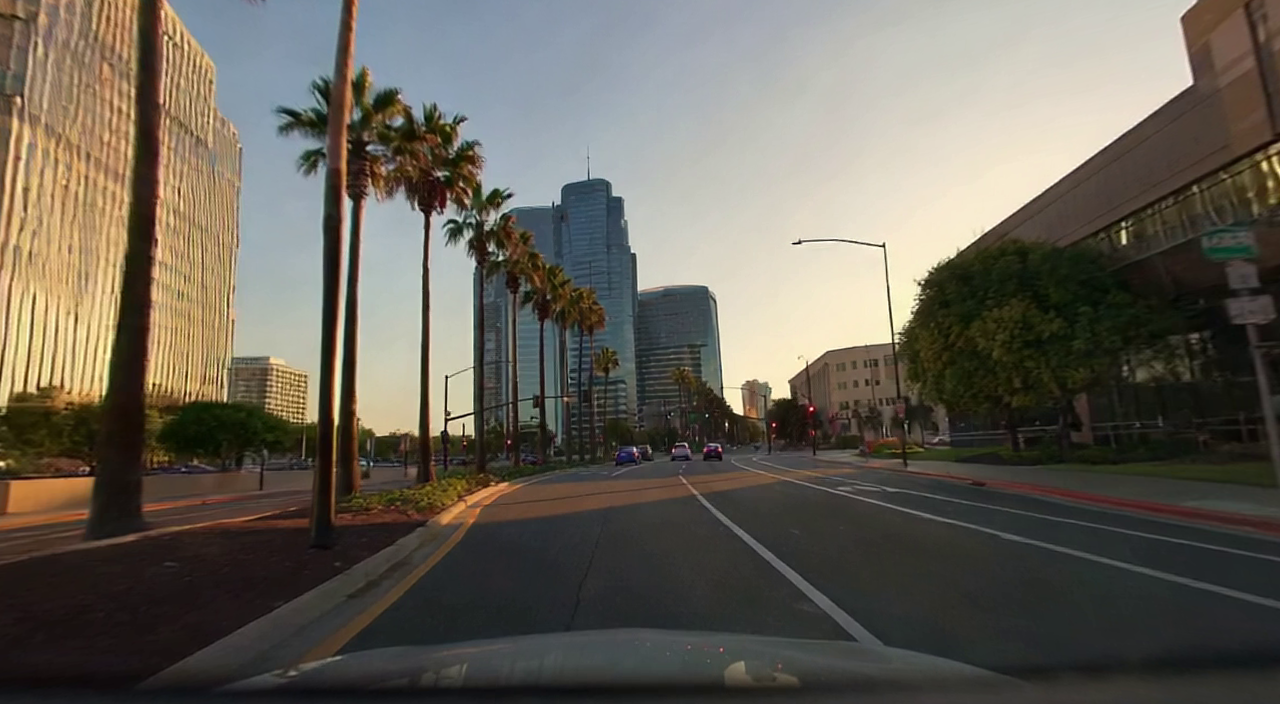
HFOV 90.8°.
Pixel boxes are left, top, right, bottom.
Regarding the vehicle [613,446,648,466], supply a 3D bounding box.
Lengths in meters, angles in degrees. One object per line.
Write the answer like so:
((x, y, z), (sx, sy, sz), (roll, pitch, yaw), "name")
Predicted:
((-0.688, 8.100, 49.441), (1.962, 1.480, 4.605), (-2, -9, 9), "vehicle")
